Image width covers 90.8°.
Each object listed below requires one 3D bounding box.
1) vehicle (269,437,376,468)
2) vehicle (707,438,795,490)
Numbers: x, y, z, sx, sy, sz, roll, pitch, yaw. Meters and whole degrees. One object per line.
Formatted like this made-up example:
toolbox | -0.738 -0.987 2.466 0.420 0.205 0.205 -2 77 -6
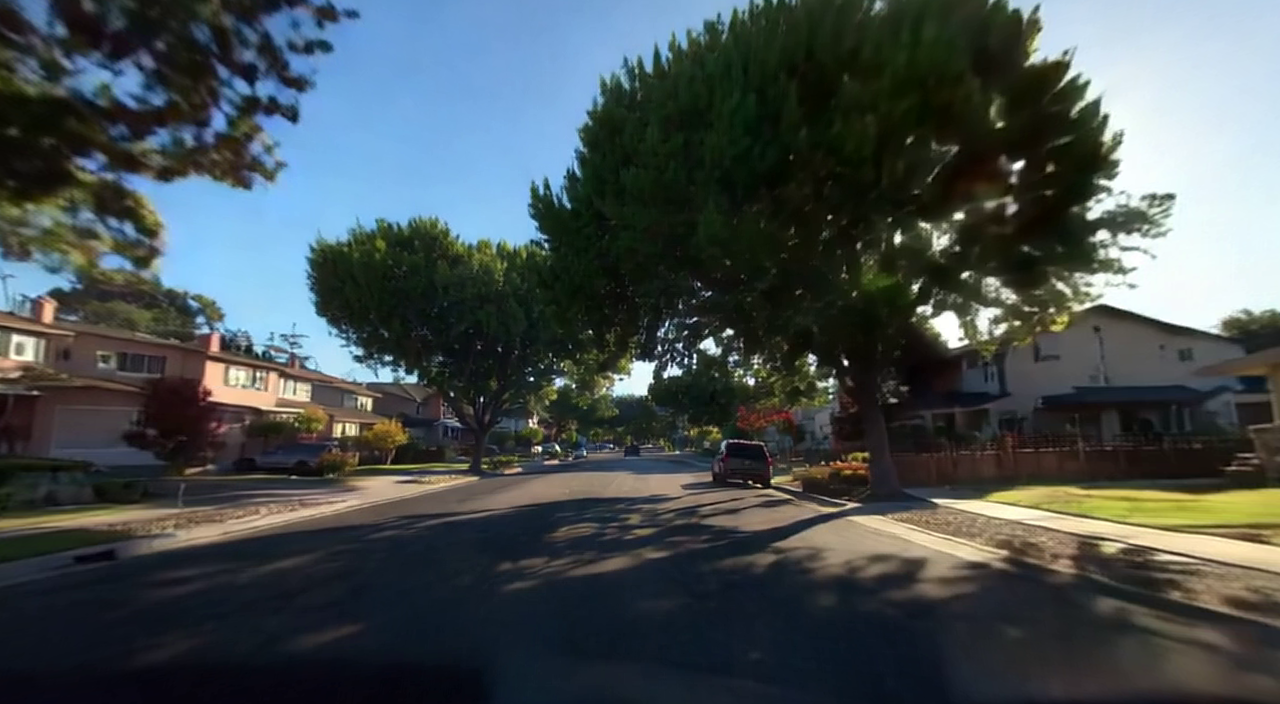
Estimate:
vehicle | -16.918 5.365 33.909 4.607 1.573 2.058 0 -8 -5
vehicle | 3.733 3.850 22.137 2.136 1.596 4.790 0 -9 -1
